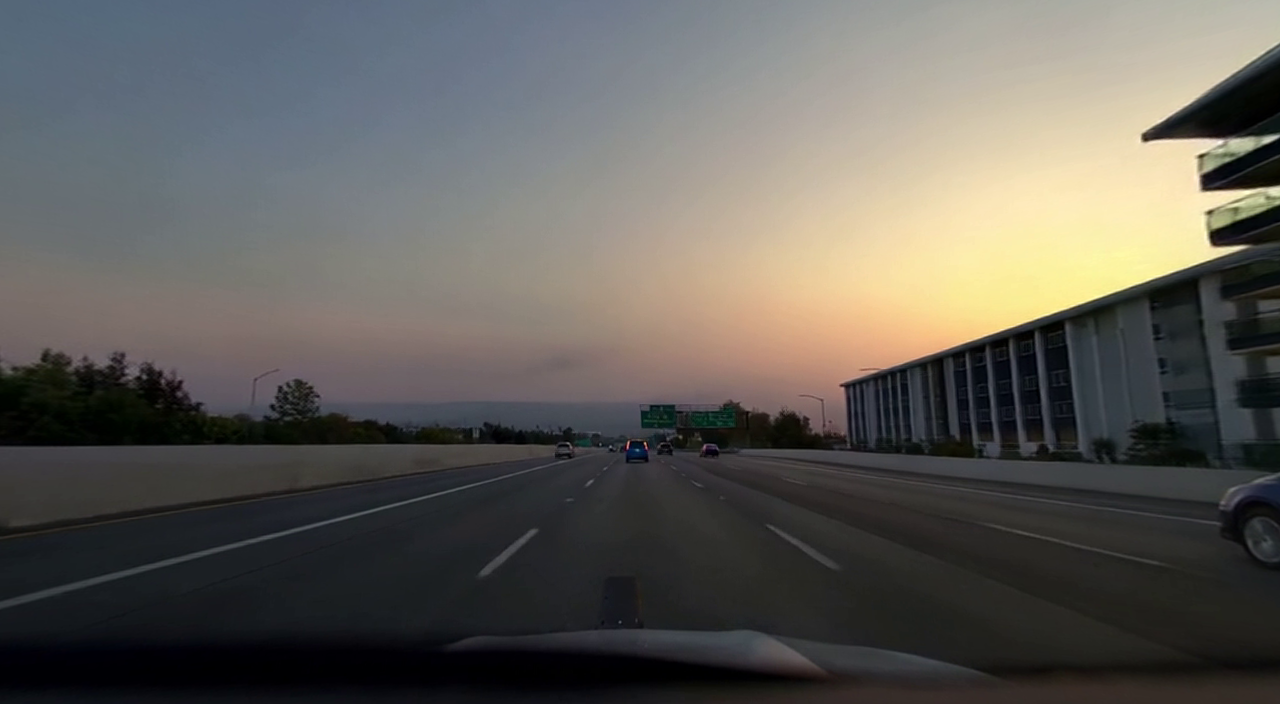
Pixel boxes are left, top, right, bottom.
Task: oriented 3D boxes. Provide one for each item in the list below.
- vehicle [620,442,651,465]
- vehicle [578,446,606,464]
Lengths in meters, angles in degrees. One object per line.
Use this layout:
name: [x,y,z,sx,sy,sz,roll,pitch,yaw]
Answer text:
vehicle: [-0.285,6.907,43.001,2.036,1.542,3.891,0,-8,0]
vehicle: [-3.710,8.048,49.380,1.825,1.347,3.773,0,-8,1]
